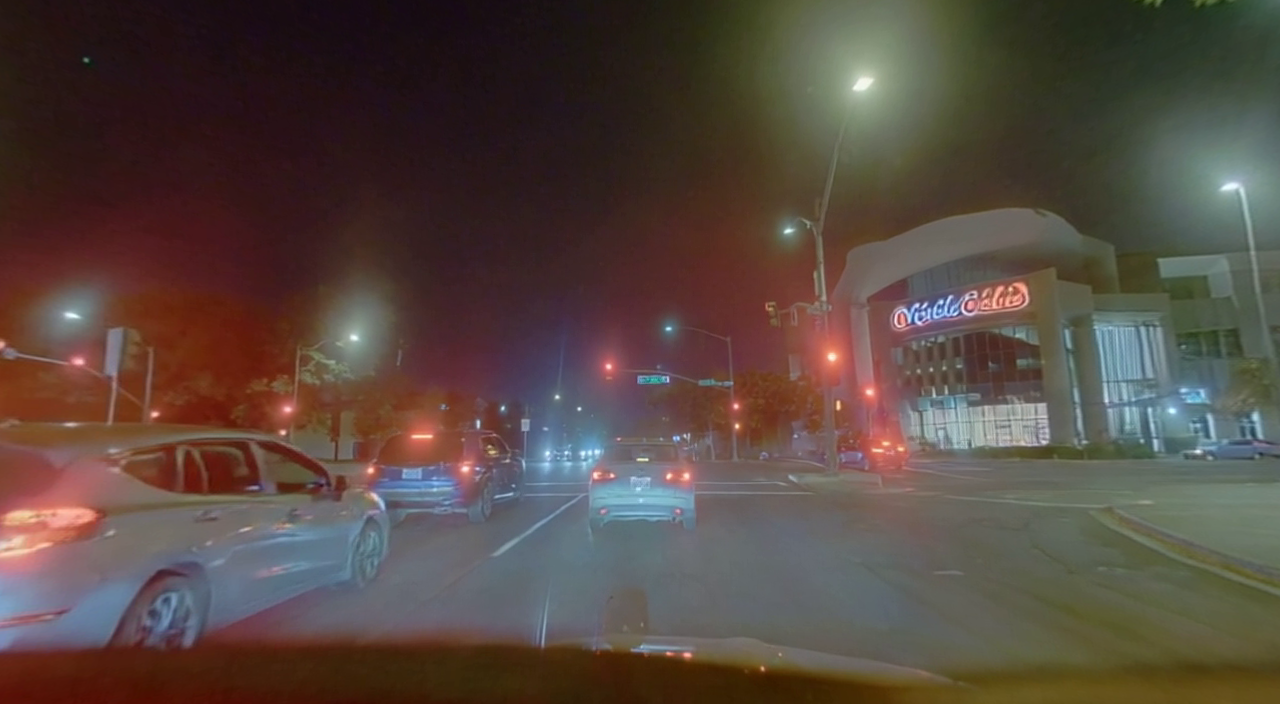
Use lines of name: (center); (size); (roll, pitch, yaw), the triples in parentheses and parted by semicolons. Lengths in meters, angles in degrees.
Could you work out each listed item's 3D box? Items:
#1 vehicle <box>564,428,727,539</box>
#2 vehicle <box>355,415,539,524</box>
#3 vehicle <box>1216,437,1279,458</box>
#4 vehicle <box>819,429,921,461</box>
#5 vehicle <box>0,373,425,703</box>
vehicle: (0.163, 2.103, 10.721); (2.258, 1.507, 3.896); (-1, -8, 3)
vehicle: (-3.418, 2.182, 12.187); (2.009, 1.704, 4.230); (0, -8, 3)
vehicle: (43.625, 6.684, 44.274); (4.582, 1.442, 1.860); (0, -8, -2)
vehicle: (13.003, 5.306, 35.842); (5.032, 1.762, 1.982); (0, -8, 0)
vehicle: (-3.323, 1.150, 4.412); (2.029, 1.517, 4.375); (0, -8, 1)
